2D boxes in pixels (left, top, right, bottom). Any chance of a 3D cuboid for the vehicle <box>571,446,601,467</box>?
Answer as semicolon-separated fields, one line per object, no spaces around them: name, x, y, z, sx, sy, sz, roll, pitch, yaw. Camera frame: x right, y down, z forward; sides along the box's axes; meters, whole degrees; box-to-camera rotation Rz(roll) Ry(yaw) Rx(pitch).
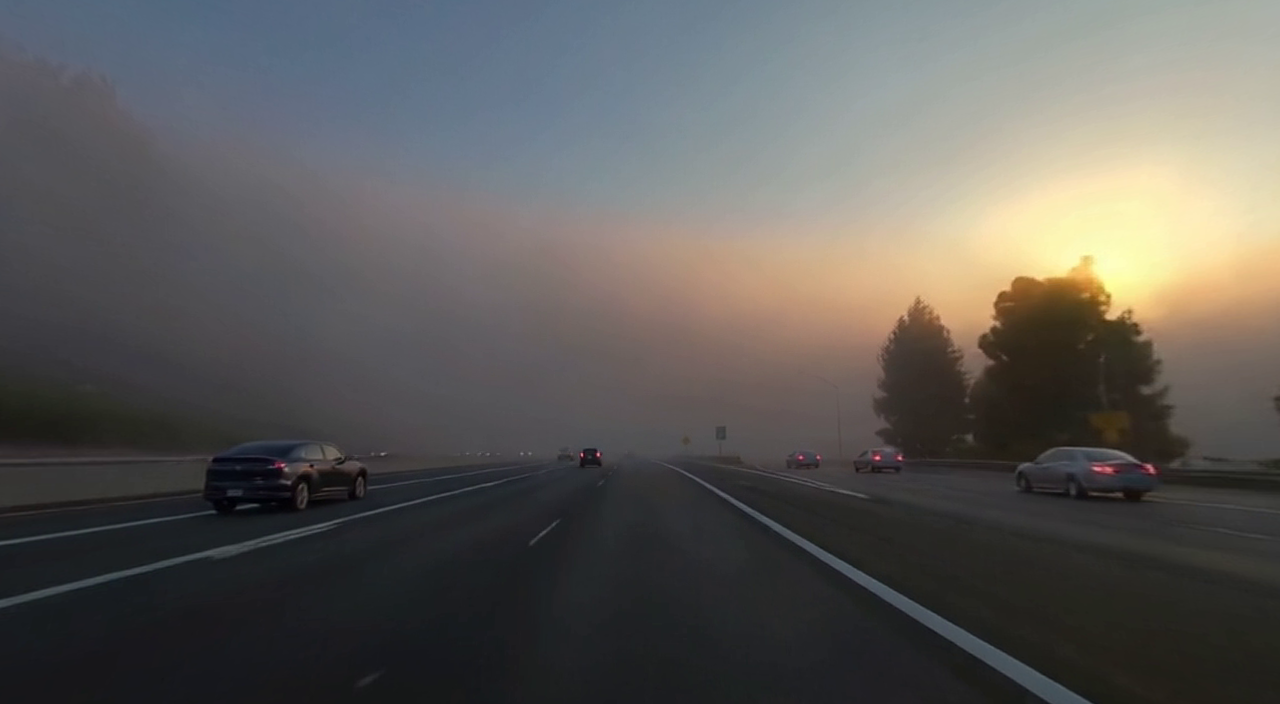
vehicle;-4.009;7.868;47.592;1.936;1.465;4.060;0;-8;0

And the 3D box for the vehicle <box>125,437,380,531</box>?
vehicle;-7.130;2.448;12.393;2.038;1.463;4.656;0;-8;0

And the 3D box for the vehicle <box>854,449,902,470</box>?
vehicle;17.338;7.829;46.179;1.950;1.462;4.391;0;-8;3

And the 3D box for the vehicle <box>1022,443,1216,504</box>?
vehicle;13.732;3.467;18.582;2.201;1.535;4.735;0;-8;4
